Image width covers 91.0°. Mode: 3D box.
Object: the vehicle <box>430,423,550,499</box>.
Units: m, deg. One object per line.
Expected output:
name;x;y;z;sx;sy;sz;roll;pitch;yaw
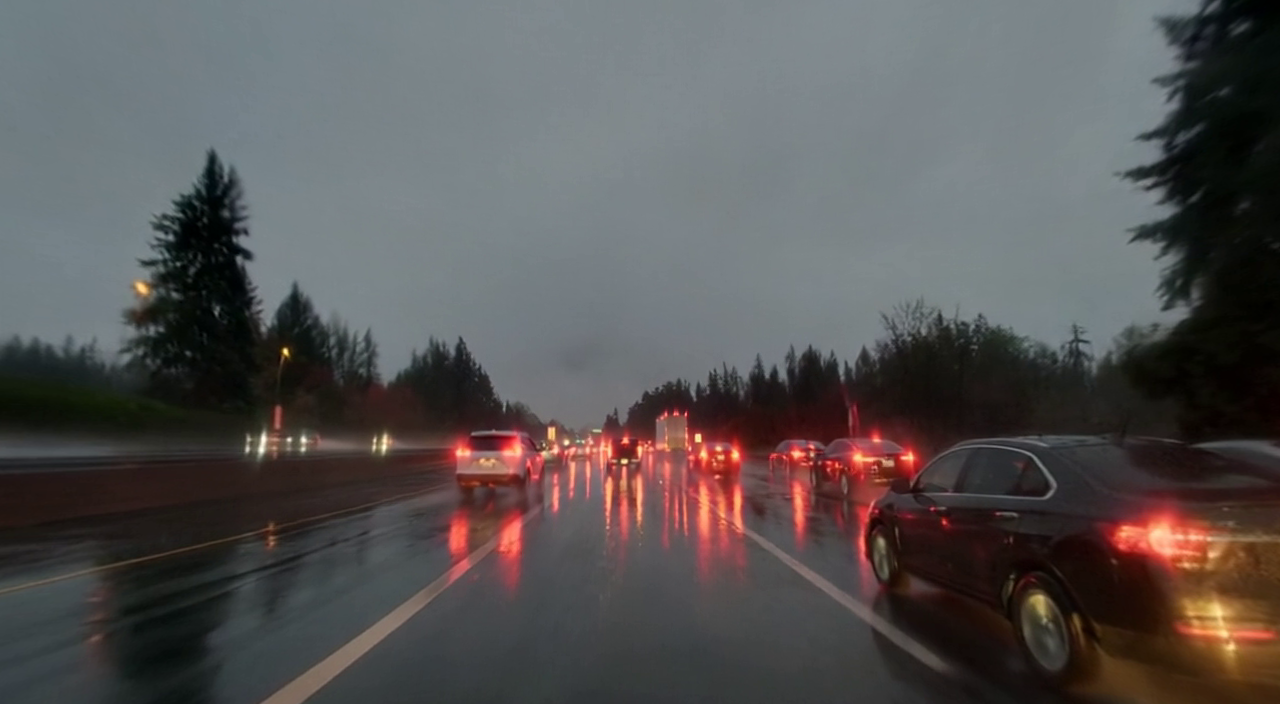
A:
vehicle;-3.936;2.973;17.515;2.176;1.783;4.799;0;-9;0

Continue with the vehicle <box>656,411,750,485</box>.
vehicle;2.946;5.132;34.093;3.426;3.279;12.313;0;-8;-2

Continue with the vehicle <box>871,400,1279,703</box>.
vehicle;3.160;1.150;3.587;2.031;1.504;4.327;0;-9;0

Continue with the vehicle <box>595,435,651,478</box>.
vehicle;-0.724;4.480;27.231;2.235;1.682;4.094;0;-9;-1
